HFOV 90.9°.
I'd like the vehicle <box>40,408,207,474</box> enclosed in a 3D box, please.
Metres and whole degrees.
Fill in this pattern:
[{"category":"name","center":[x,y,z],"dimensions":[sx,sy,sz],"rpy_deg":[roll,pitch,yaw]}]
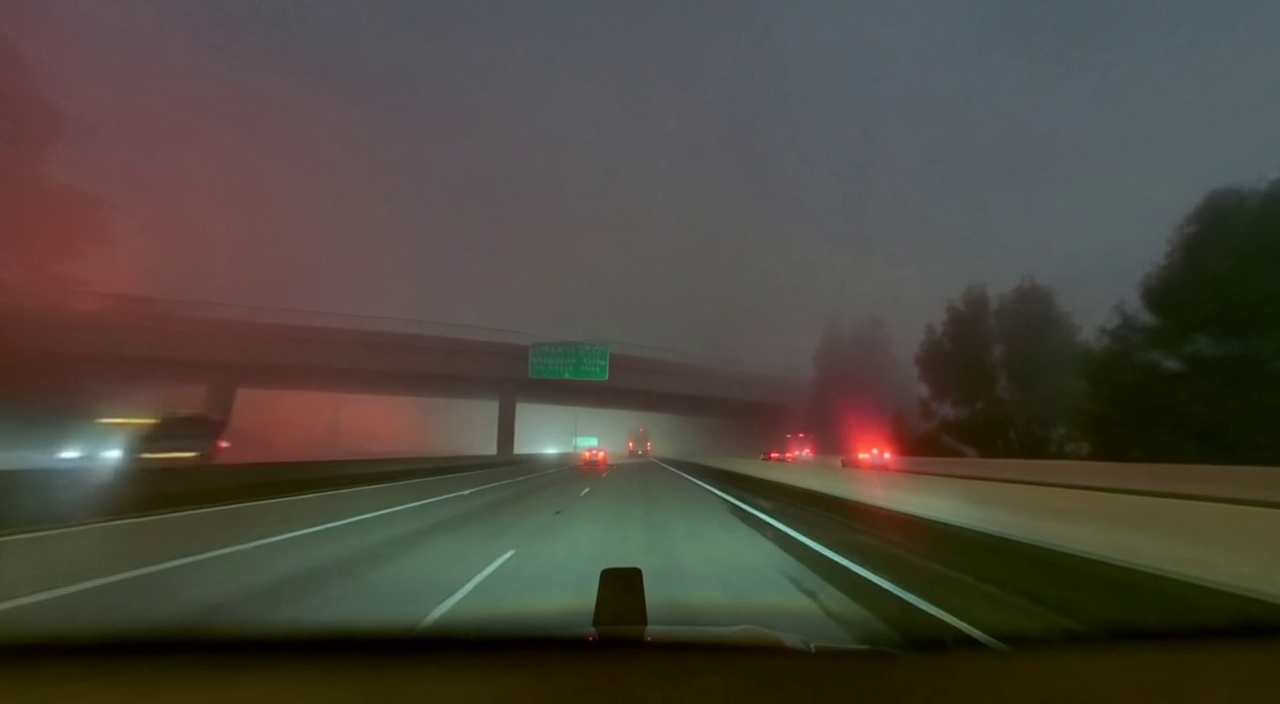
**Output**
[{"category":"vehicle","center":[-21.382,3.798,26.546],"dimensions":[2.191,2.467,5.670],"rpy_deg":[0,-9,-1]}]
